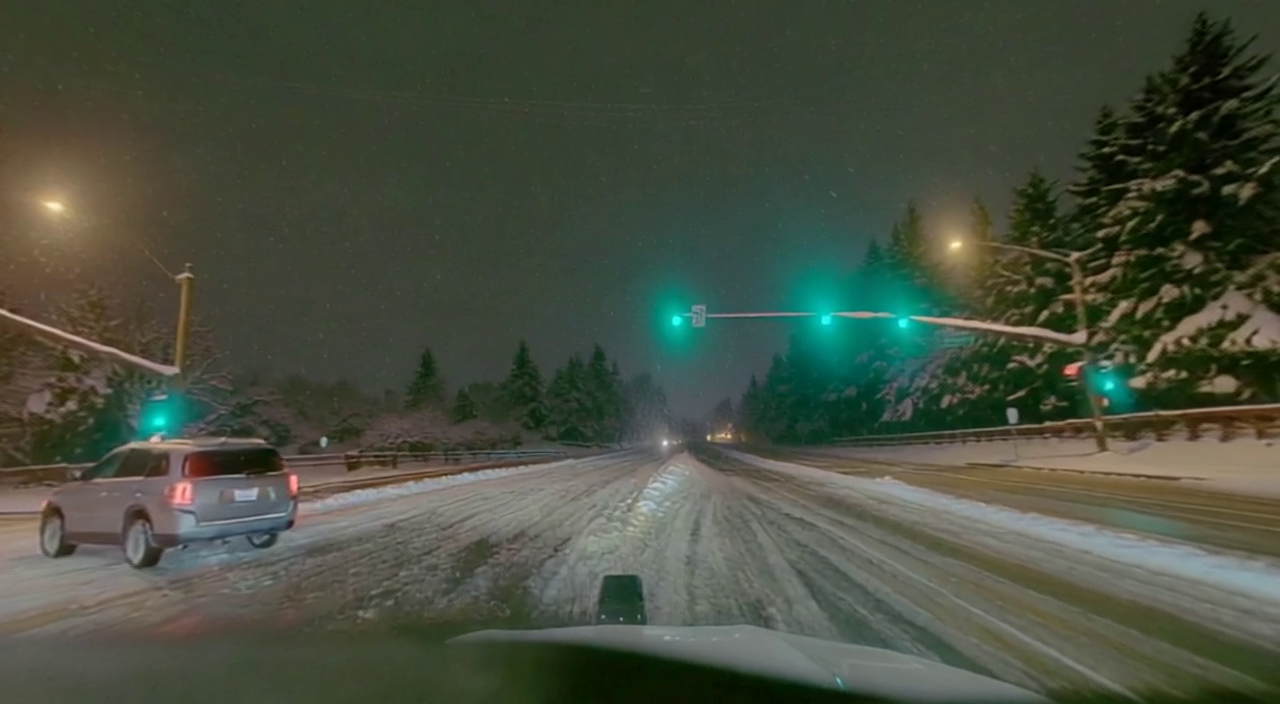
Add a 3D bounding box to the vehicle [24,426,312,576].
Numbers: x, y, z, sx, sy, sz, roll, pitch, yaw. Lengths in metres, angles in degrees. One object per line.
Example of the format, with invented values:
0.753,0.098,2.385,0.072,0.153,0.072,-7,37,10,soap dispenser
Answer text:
-7.581,2.183,10.065,4.580,1.827,2.230,-7,-10,35,vehicle
